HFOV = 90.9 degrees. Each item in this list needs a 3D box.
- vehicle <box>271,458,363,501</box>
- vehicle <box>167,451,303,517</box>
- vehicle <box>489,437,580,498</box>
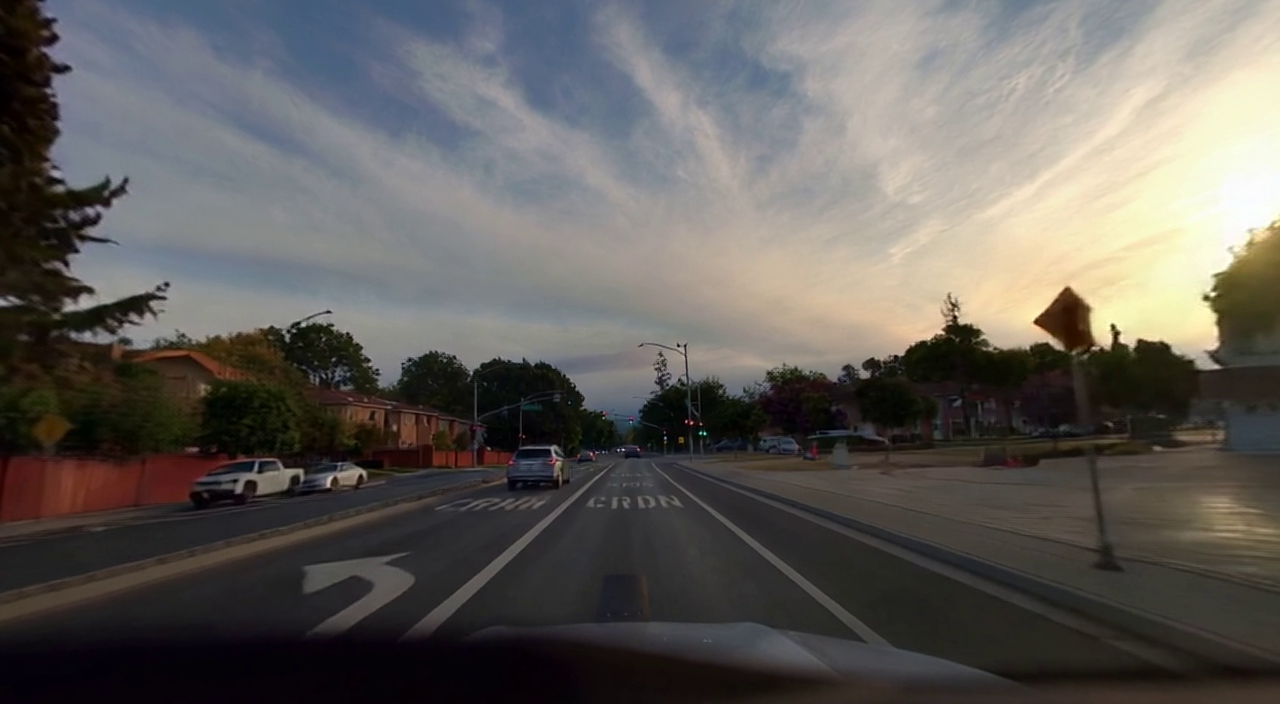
[{"bbox_3d":[-14.391,5.675,28.399,1.860,1.490,4.542,-3,-7,-1],"label":"vehicle"},{"bbox_3d":[-14.228,4.584,22.568,1.972,1.887,4.777,-2,-8,-4],"label":"vehicle"},{"bbox_3d":[-3.247,3.674,20.457,2.084,1.701,4.734,0,-9,0],"label":"vehicle"}]
